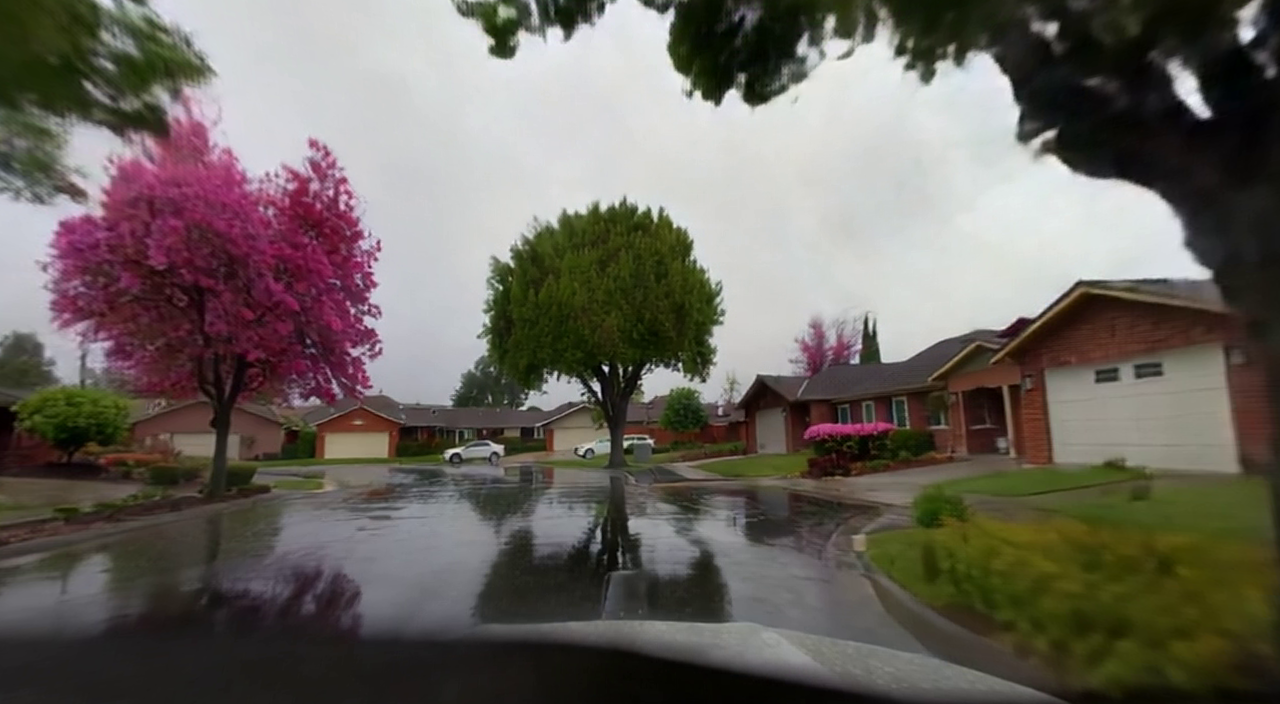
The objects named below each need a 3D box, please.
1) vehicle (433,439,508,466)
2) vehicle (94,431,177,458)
[{"bbox_3d":[-12.248,7.283,45.805,4.815,1.827,2.147,0,-9,-1],"label":"vehicle"},{"bbox_3d":[-34.078,6.223,42.722,4.237,1.728,2.203,-2,-9,16],"label":"vehicle"}]
